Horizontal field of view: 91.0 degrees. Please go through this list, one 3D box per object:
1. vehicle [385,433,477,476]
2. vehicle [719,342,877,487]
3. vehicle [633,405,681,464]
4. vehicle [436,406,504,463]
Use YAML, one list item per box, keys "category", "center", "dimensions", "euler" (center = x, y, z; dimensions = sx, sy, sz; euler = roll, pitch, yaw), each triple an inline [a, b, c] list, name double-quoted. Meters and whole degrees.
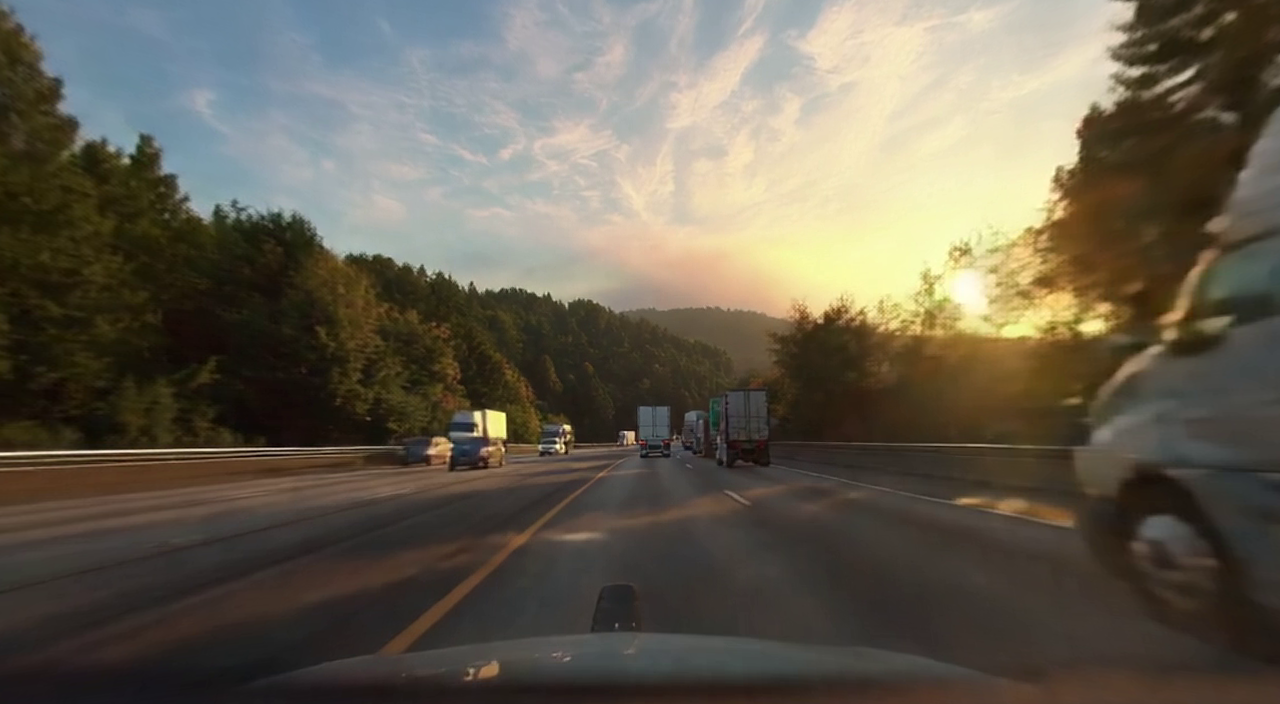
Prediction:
- category: "vehicle"
  center: [-8.682, 4.301, 26.721]
  dimensions: [2.083, 1.623, 5.238]
  euler: [0, -8, 0]
- category: "vehicle"
  center: [5.200, 2.625, 24.094]
  dimensions: [2.749, 4.051, 12.981]
  euler: [-1, -8, 0]
- category: "vehicle"
  center: [1.082, 5.149, 39.096]
  dimensions: [2.644, 3.247, 7.454]
  euler: [-1, -8, 2]
- category: "vehicle"
  center: [-12.551, 6.199, 47.106]
  dimensions: [2.979, 3.945, 6.744]
  euler: [-1, -8, 2]
